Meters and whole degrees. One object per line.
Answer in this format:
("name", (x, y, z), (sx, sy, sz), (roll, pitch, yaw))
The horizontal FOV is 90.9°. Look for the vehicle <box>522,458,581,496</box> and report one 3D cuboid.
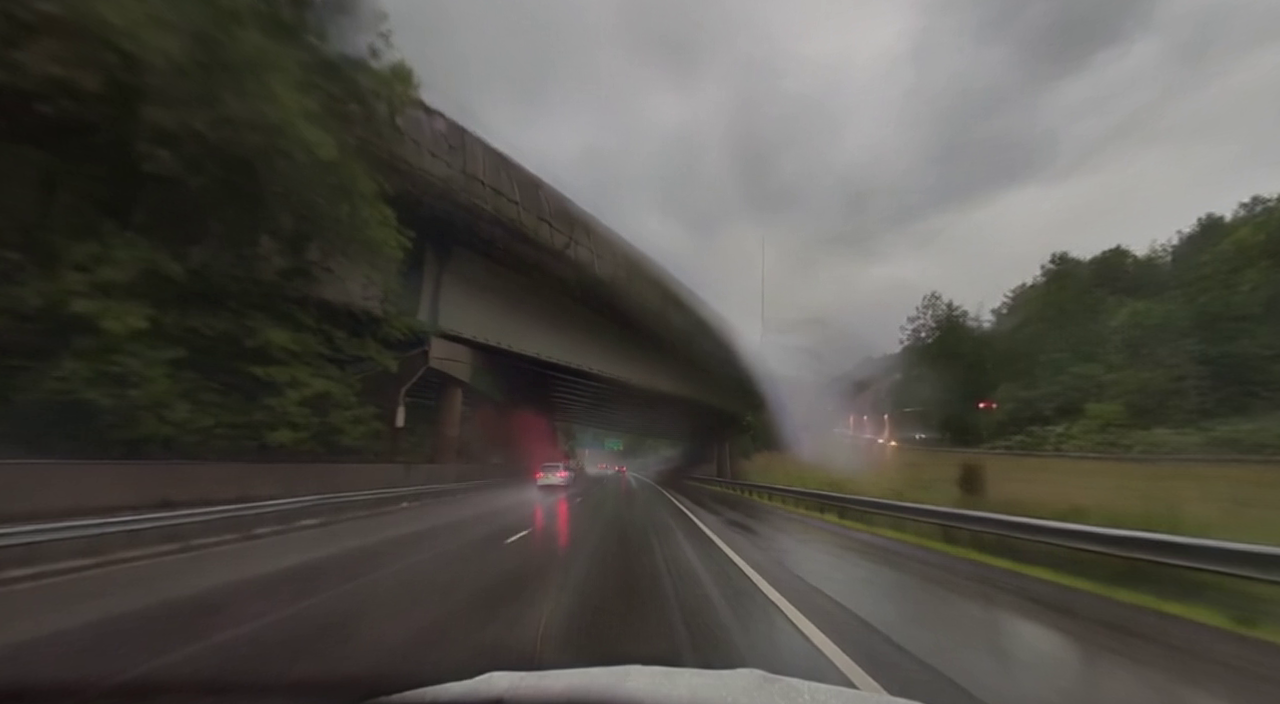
("vehicle", (-4.399, 6.322, 32.034), (2.286, 1.757, 5.057), (1, -11, 0))
